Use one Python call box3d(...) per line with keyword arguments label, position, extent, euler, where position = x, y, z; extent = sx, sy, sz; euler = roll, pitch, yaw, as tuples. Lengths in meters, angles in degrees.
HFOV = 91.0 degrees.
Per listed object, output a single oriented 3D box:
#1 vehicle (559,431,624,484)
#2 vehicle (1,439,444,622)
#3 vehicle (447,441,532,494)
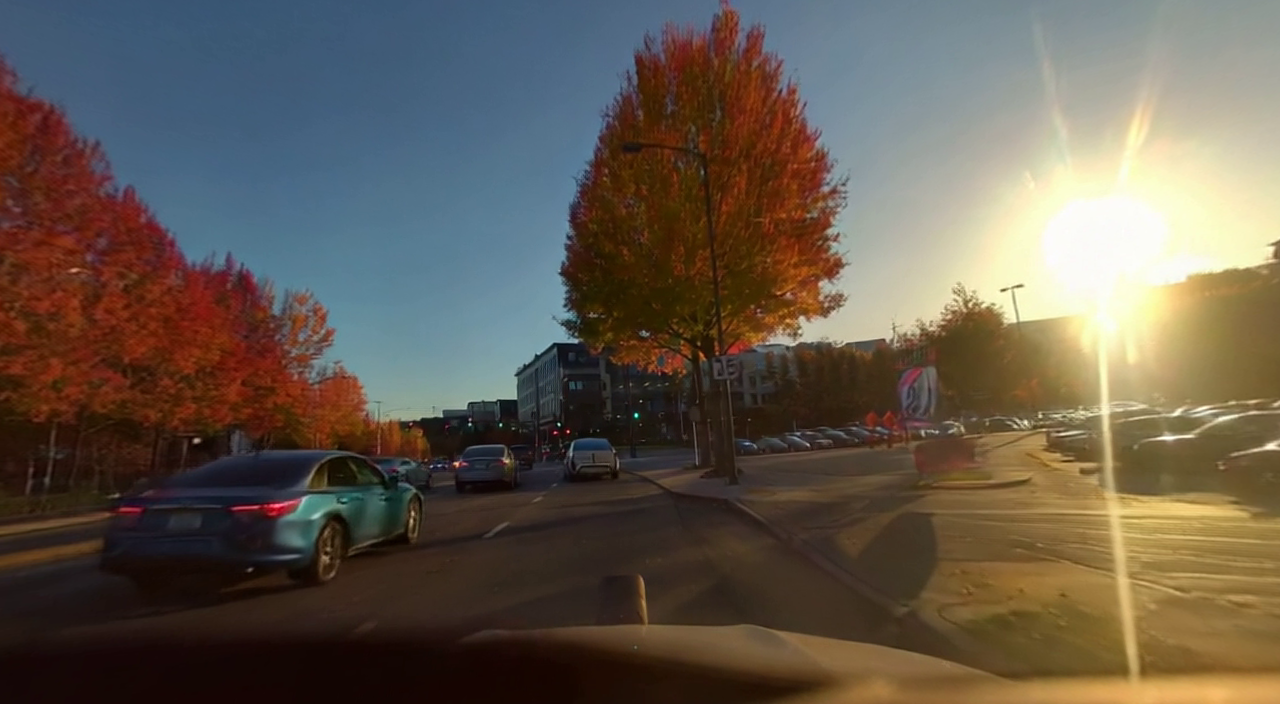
box3d(label="vehicle", position=(-1.823, 3.838, 23.106), extent=(2.144, 1.704, 4.028), euler=(1, -9, -6))
box3d(label="vehicle", position=(-4.358, 1.919, 8.039), extent=(2.090, 1.506, 5.326), euler=(1, -9, -1))
box3d(label="vehicle", position=(-4.881, 3.800, 21.131), extent=(1.974, 1.549, 4.603), euler=(1, -9, -4))
